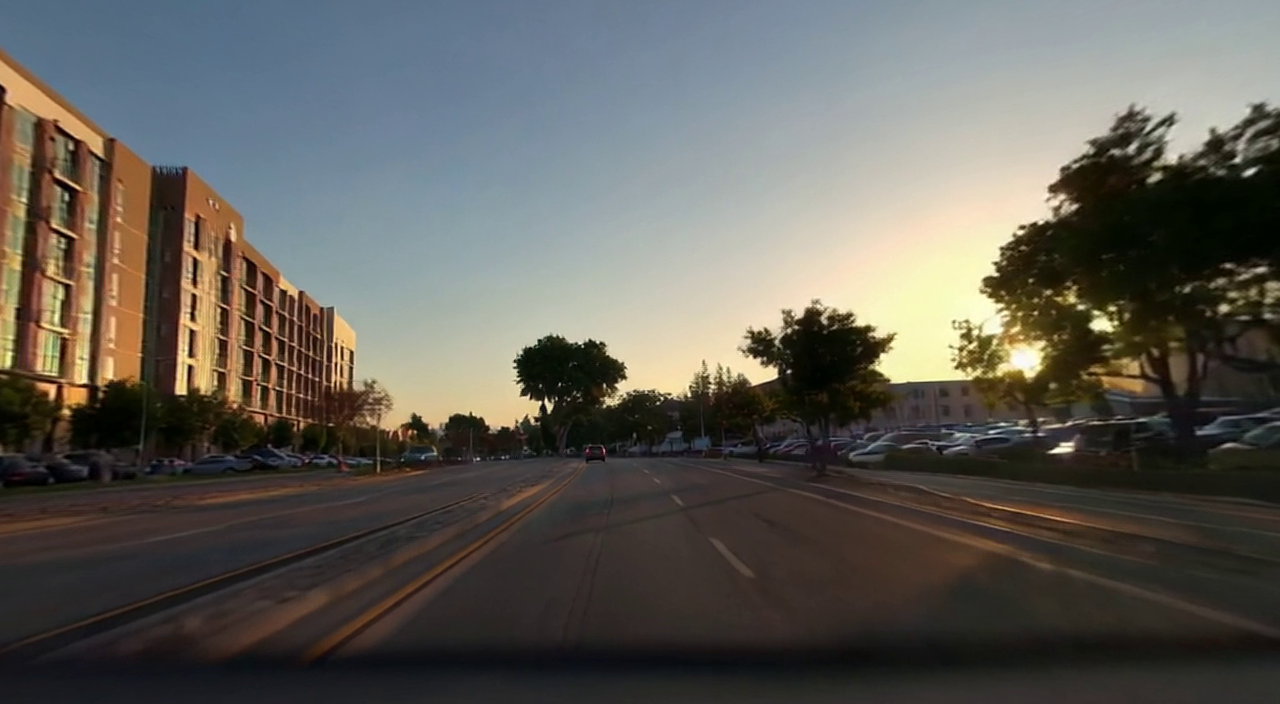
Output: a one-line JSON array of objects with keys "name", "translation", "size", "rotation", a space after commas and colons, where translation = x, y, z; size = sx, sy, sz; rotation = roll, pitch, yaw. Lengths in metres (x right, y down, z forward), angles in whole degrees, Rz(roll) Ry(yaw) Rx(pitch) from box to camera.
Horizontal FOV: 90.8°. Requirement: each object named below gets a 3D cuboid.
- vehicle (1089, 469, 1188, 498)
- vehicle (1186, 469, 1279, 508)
[{"name": "vehicle", "translation": [31.158, 8.214, 39.567], "size": [4.391, 1.683, 1.945], "rotation": [-1, -9, 3]}, {"name": "vehicle", "translation": [30.541, 6.728, 31.227], "size": [4.999, 1.747, 2.000], "rotation": [-1, -9, 4]}]
